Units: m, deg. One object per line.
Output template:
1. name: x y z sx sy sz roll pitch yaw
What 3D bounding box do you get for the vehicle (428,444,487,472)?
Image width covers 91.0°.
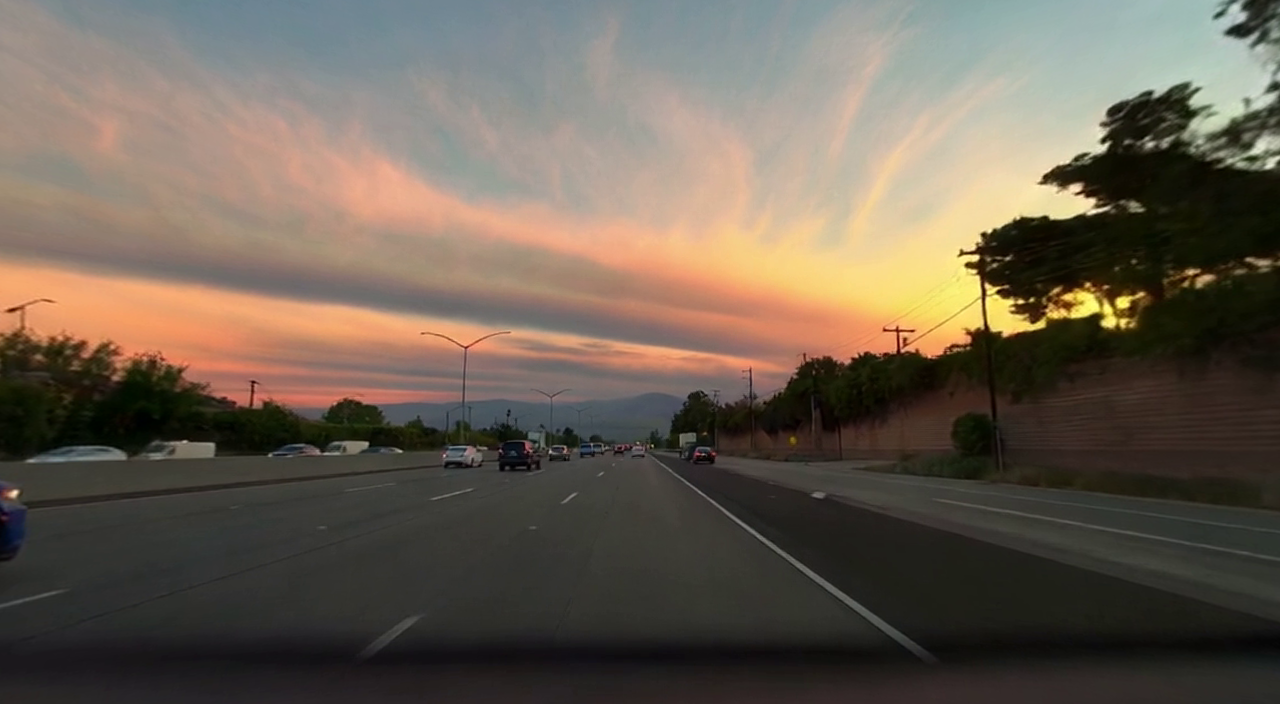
1. vehicle: -10.333 6.050 36.064 2.042 1.485 4.395 0 -9 0

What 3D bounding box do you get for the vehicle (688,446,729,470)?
1. vehicle: 4.576 7.132 42.684 2.251 1.520 4.550 1 -9 -1

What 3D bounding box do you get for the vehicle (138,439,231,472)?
1. vehicle: -29.512 6.712 41.016 2.345 1.950 4.914 1 -9 -1

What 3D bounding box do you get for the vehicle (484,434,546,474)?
1. vehicle: -6.518 5.419 33.497 2.255 1.934 4.868 1 -9 0
